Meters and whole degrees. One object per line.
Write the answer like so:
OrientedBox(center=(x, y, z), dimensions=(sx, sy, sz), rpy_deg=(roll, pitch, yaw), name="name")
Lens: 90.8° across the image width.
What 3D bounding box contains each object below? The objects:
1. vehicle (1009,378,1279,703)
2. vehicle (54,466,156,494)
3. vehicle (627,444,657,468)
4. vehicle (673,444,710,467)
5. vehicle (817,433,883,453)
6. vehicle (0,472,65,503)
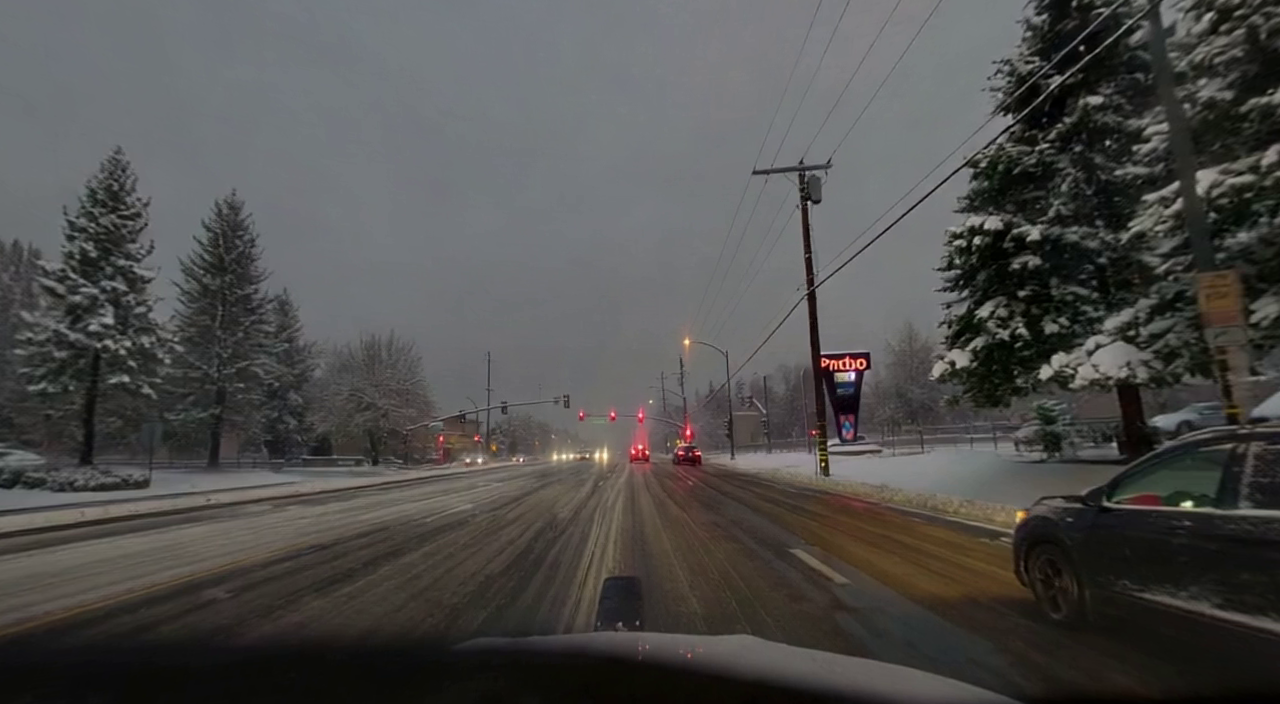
OrientedBox(center=(3.794, 0.857, 2.472), dimensions=(1.889, 1.572, 4.605), rpy_deg=(0, -9, 0), name="vehicle")
OrientedBox(center=(-33.826, 8.109, 40.138), dimensions=(4.560, 1.530, 1.950), rpy_deg=(5, -10, -31), name="vehicle")
OrientedBox(center=(0.134, 7.778, 47.597), dimensions=(2.146, 1.685, 4.003), rpy_deg=(0, -9, -1), name="vehicle")
OrientedBox(center=(3.808, 7.691, 47.122), dimensions=(2.198, 1.660, 4.512), rpy_deg=(0, -9, -2), name="vehicle")
OrientedBox(center=(15.924, 6.938, 48.123), dimensions=(4.344, 1.512, 1.936), rpy_deg=(-1, -9, 4), name="vehicle")
OrientedBox(center=(-33.743, 7.224, 33.666), dimensions=(4.234, 1.462, 1.921), rpy_deg=(5, -10, -34), name="vehicle")
